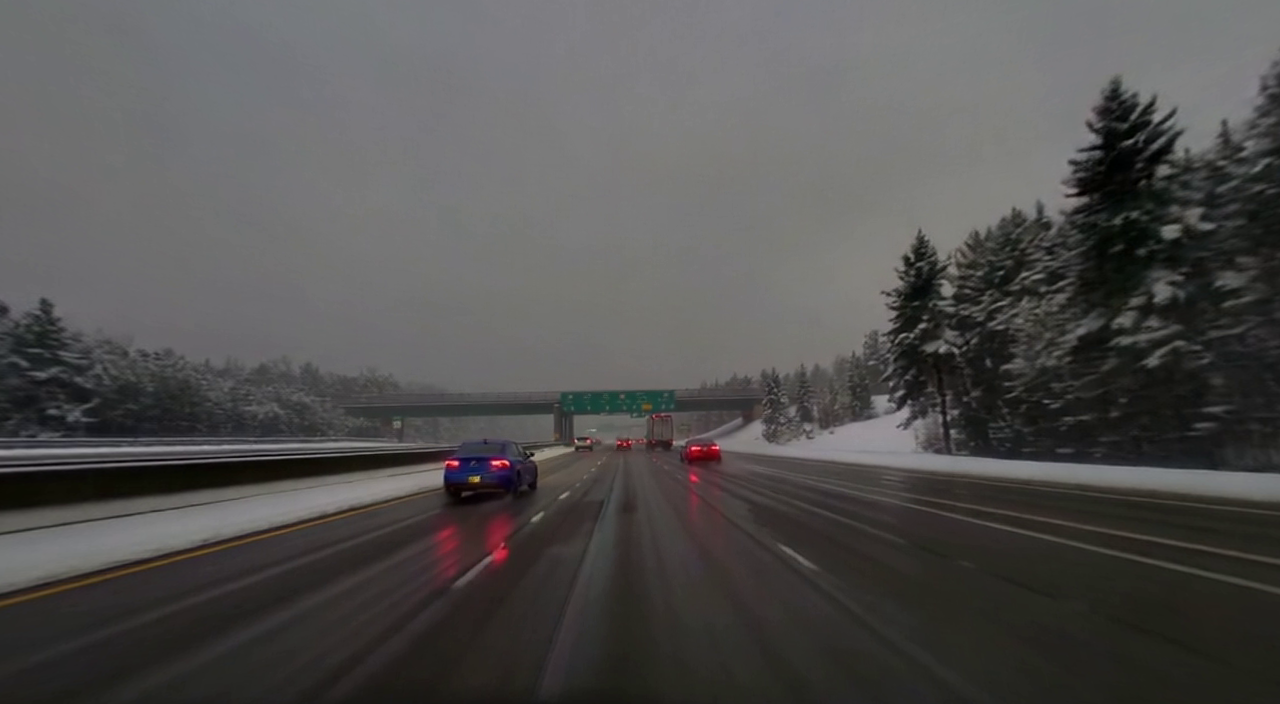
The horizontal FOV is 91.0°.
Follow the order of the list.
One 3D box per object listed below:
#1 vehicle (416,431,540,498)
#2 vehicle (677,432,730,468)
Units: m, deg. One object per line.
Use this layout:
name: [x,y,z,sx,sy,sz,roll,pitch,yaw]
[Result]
vehicle: [-3.992,2.846,16.367,2.064,1.479,4.370,-1,-8,0]
vehicle: [3.058,4.815,31.145,2.001,1.625,4.088,0,-8,-2]
